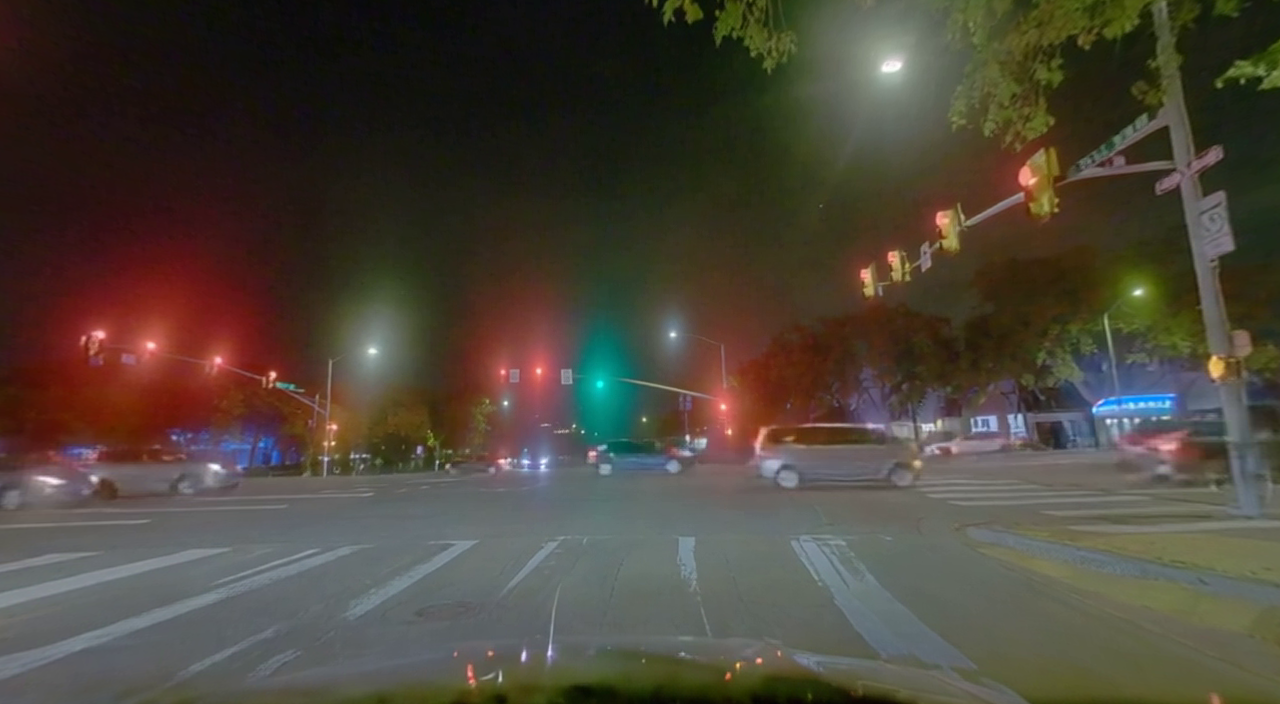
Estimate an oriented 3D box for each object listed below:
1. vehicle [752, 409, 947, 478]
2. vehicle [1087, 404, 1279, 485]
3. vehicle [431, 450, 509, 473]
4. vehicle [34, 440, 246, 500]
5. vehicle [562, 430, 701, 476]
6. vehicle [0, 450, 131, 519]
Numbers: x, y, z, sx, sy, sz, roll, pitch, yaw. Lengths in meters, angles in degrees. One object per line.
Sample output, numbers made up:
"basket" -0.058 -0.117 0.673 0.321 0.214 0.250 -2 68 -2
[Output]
"vehicle" 5.556 2.538 17.371 4.673 1.740 2.150 -1 -9 6
"vehicle" 12.032 1.824 12.494 4.715 1.472 1.905 -1 -9 6
"vehicle" -11.243 7.236 41.763 4.608 1.481 1.815 -1 -9 6
"vehicle" -15.415 3.637 19.624 4.972 1.696 2.148 -1 -9 6
"vehicle" -0.218 3.478 21.749 4.606 1.479 1.821 -1 -9 6
"vehicle" -15.477 3.170 15.344 4.808 1.517 1.806 -1 -9 6
